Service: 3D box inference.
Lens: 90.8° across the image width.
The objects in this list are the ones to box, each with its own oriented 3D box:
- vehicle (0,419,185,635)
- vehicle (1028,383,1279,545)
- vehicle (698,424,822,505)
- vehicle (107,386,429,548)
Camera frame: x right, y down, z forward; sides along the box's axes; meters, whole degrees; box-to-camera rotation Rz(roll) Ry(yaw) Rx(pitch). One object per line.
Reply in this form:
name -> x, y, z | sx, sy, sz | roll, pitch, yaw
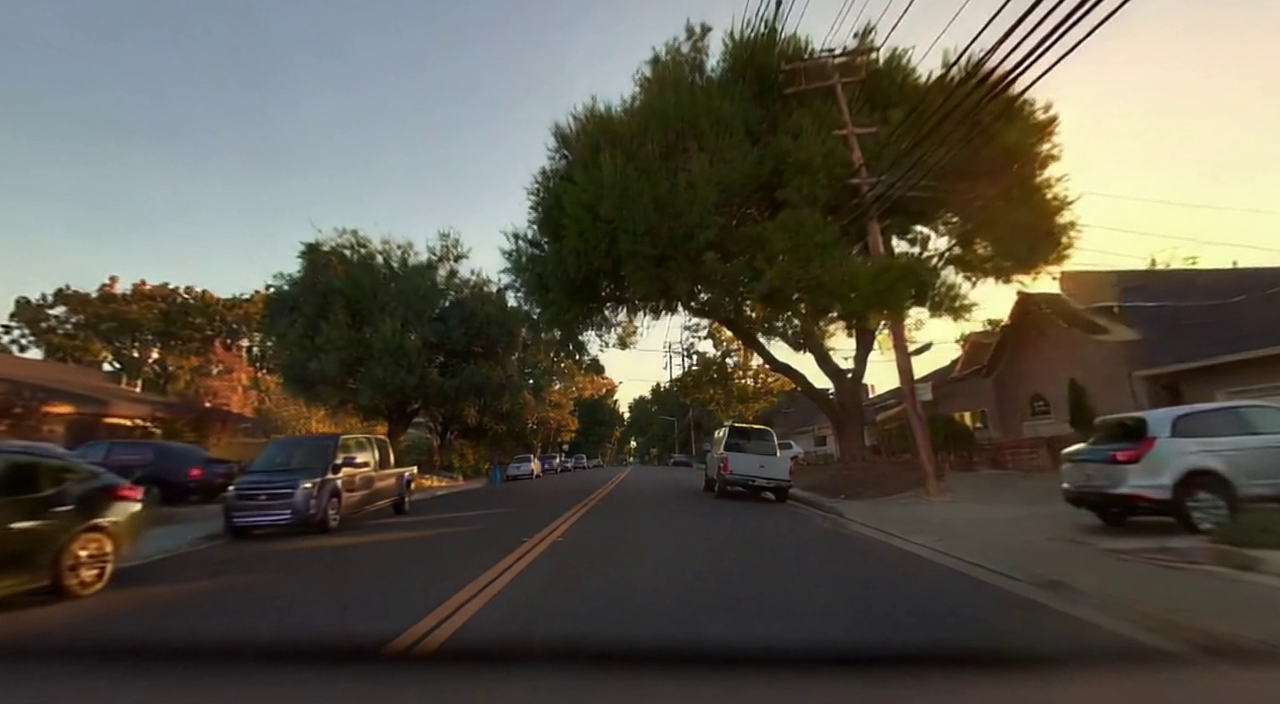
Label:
vehicle -> -6.433, 1.485, 5.168 | 2.046, 1.777, 4.473 | -3, -12, 0
vehicle -> 8.185, 1.483, 8.461 | 4.489, 1.812, 2.056 | -1, -13, -4
vehicle -> 3.187, 3.122, 18.052 | 2.203, 1.952, 5.111 | 0, -9, -4
vehicle -> -6.306, 2.266, 12.077 | 2.269, 2.229, 6.042 | -2, -12, 2
